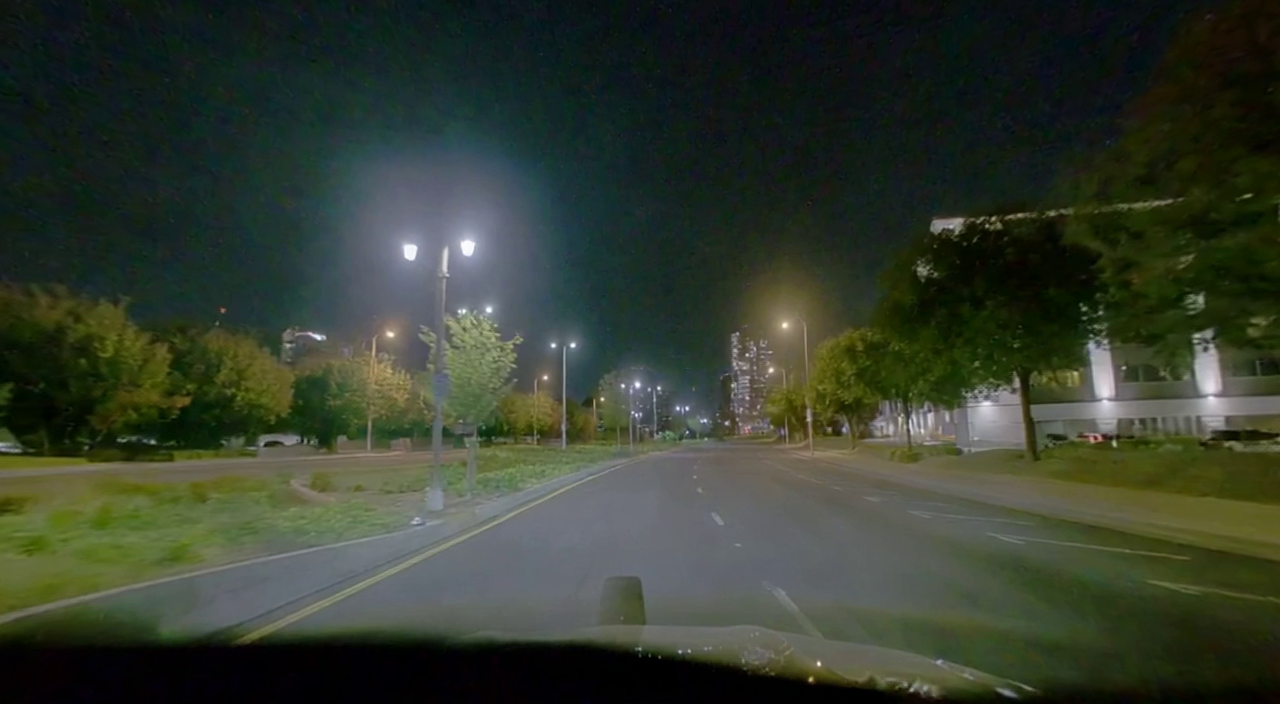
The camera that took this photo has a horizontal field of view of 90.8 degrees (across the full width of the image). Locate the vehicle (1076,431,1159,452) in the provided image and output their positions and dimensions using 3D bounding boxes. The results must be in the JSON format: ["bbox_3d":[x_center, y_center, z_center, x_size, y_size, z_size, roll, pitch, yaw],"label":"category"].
[{"bbox_3d":[33.939,6.392,44.994,4.329,1.466,1.846,0,-9,0],"label":"vehicle"}]
